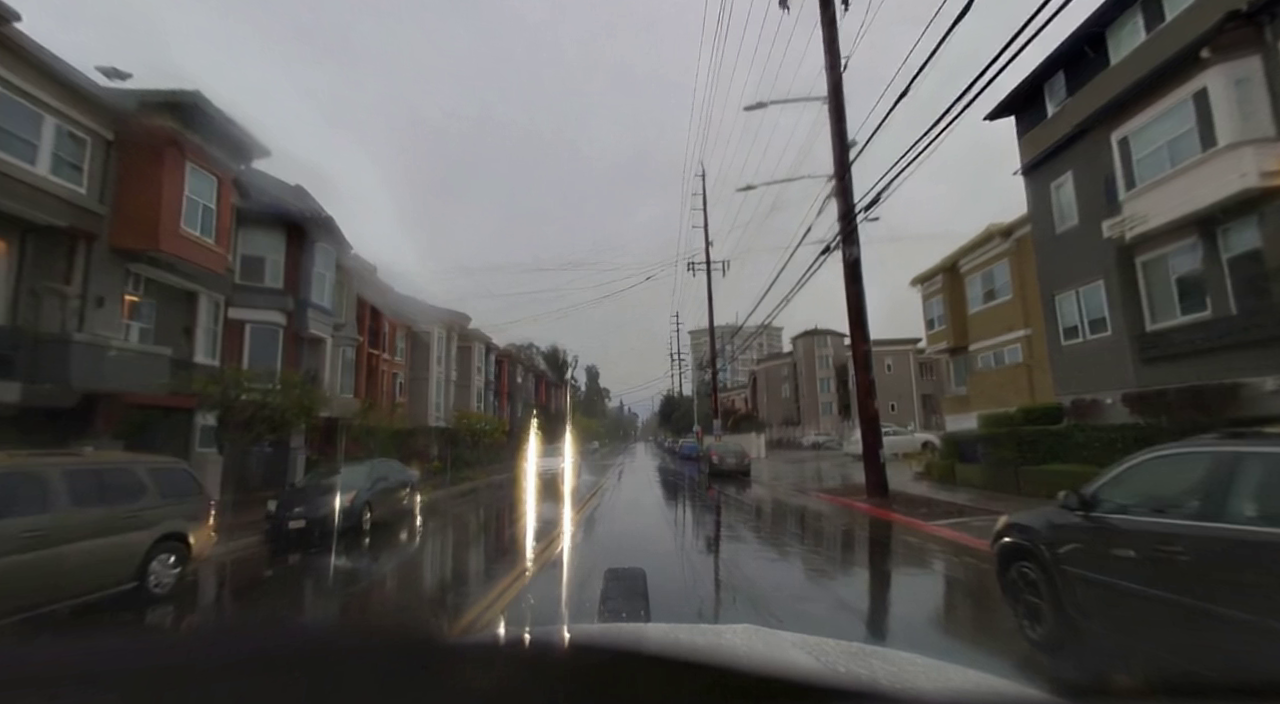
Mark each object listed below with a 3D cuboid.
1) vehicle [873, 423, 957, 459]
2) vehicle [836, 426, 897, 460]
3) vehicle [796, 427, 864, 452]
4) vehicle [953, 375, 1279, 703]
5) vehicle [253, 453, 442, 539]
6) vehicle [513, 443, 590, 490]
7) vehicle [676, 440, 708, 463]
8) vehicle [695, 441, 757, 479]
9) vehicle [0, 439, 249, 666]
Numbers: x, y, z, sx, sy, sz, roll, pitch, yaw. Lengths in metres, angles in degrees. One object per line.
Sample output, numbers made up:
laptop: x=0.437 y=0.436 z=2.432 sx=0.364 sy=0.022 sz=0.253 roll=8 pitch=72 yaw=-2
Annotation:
vehicle: x=12.976 y=4.301 z=30.074 sx=1.997 sy=1.546 sz=4.370 roll=-2 pitch=-10 yaw=0
vehicle: x=10.603 y=4.277 z=29.774 sx=1.801 sy=1.491 sz=3.488 roll=-1 pitch=-8 yaw=4
vehicle: x=13.339 y=6.195 z=44.593 sx=1.897 sy=1.659 sz=4.648 roll=4 pitch=-9 yaw=-27
vehicle: x=3.467 y=0.886 z=2.332 sx=2.018 sy=1.672 sz=4.932 roll=-4 pitch=-5 yaw=0
vehicle: x=-6.086 y=3.013 z=13.866 sx=1.863 sy=1.449 sz=4.536 roll=-1 pitch=-8 yaw=2
vehicle: x=-3.025 y=4.019 z=22.516 sx=2.052 sy=1.483 sz=4.276 roll=0 pitch=-8 yaw=1
vehicle: x=3.757 y=7.236 z=45.897 sx=1.914 sy=1.591 sz=3.892 roll=0 pitch=-8 yaw=-1
vehicle: x=3.571 y=4.556 z=26.942 sx=1.928 sy=1.440 sz=4.738 roll=0 pitch=-8 yaw=-1
vehicle: x=-6.042 y=1.684 z=5.700 sx=2.057 sy=1.757 sz=4.573 roll=0 pitch=-8 yaw=0
